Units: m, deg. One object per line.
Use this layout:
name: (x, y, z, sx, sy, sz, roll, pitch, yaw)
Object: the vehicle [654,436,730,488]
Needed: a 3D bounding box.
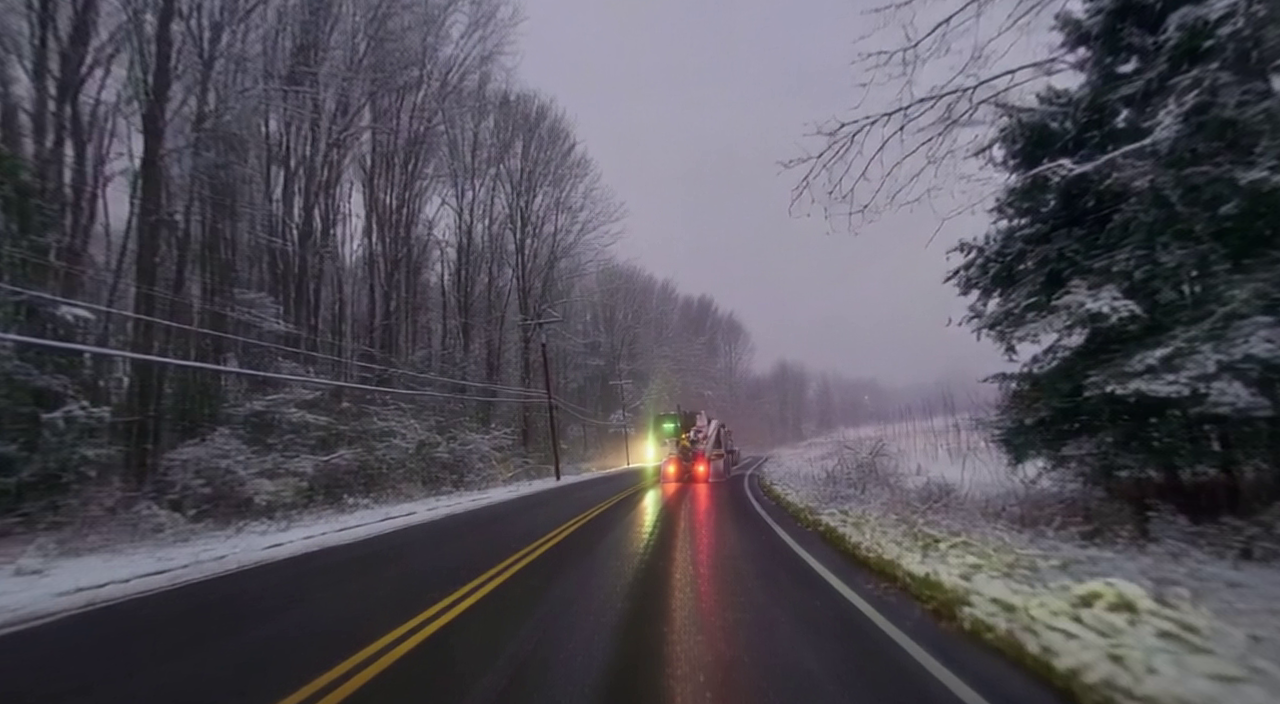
vehicle: (1.780, 3.511, 20.498, 2.196, 1.465, 4.294, -1, -8, 7)
